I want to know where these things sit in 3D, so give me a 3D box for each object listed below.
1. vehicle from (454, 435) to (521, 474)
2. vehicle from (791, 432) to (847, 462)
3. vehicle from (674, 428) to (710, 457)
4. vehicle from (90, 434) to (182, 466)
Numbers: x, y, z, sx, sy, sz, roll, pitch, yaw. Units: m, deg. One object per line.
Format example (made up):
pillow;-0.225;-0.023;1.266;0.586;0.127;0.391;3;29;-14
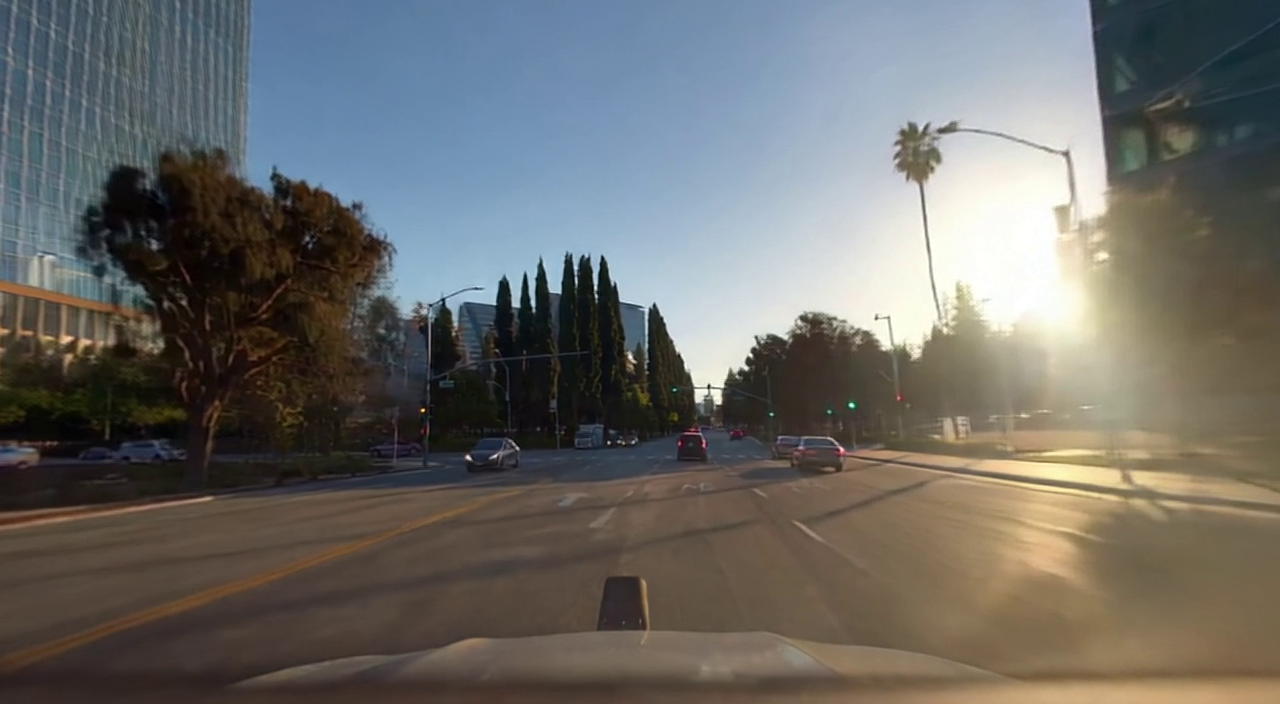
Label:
vehicle;-7.187;4.887;30.089;2.016;1.677;4.147;0;-9;2
vehicle;9.286;4.964;32.849;1.896;1.463;4.296;-1;-9;3
vehicle;3.376;5.997;41.441;2.203;1.801;4.331;-1;-9;2
vehicle;-29.437;5.784;36.843;1.871;1.703;4.093;-2;-9;2
